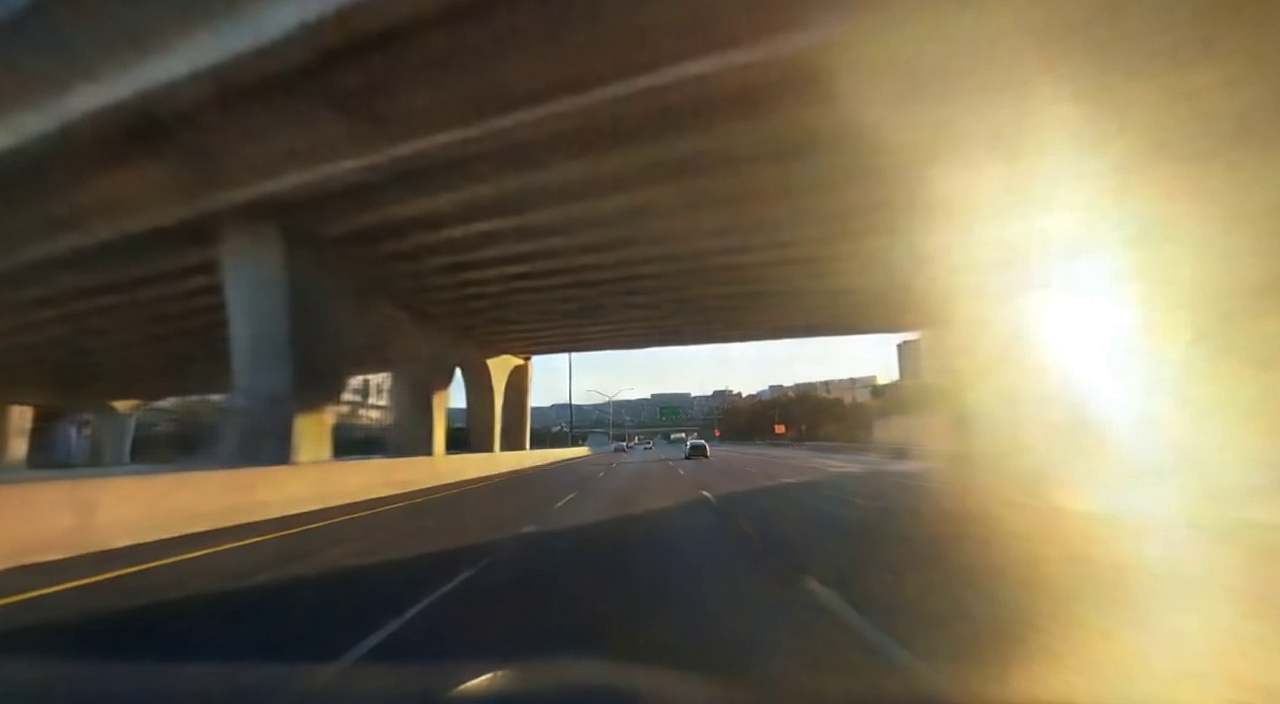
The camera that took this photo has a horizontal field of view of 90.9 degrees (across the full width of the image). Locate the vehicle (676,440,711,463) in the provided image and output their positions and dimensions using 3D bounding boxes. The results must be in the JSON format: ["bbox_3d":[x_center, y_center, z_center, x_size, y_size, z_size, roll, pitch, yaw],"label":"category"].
[{"bbox_3d":[3.641,6.889,43.677,1.949,1.515,4.374,0,-8,-1],"label":"vehicle"}]
